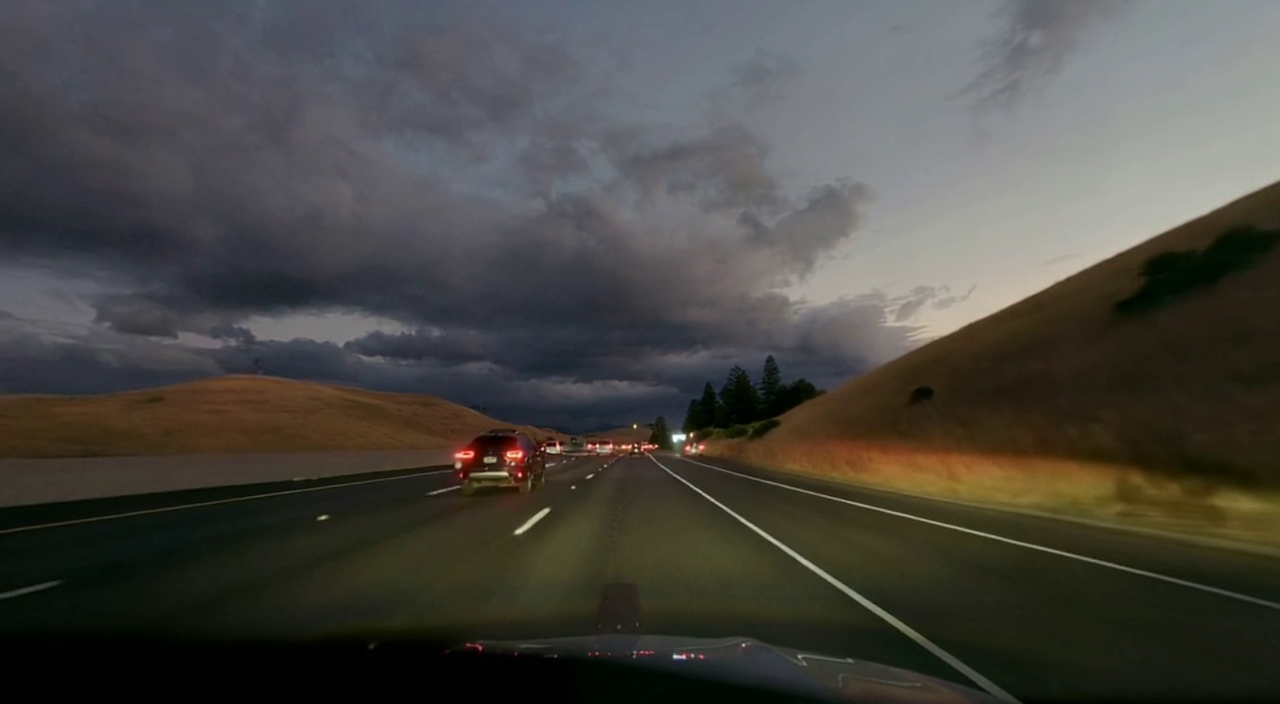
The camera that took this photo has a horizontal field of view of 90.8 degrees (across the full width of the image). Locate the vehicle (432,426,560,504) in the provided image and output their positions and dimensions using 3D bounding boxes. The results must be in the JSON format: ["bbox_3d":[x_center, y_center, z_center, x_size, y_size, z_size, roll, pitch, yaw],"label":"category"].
[{"bbox_3d":[-3.478,2.846,16.303,2.166,1.700,4.661,0,-8,0],"label":"vehicle"}]

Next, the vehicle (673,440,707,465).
[{"bbox_3d":[3.787,7.773,49.028,2.164,1.788,4.500,0,-8,-1],"label":"vehicle"}]

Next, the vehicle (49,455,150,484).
[{"bbox_3d":[-30.342,6.570,35.654,1.904,1.463,4.422,0,-8,-2],"label":"vehicle"}]

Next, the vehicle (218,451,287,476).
[{"bbox_3d":[-25.507,7.339,41.796,1.761,1.453,4.415,0,-8,1],"label":"vehicle"}]

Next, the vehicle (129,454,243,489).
[{"bbox_3d":[-21.771,5.712,30.602,2.019,1.496,4.681,0,-8,1],"label":"vehicle"}]
